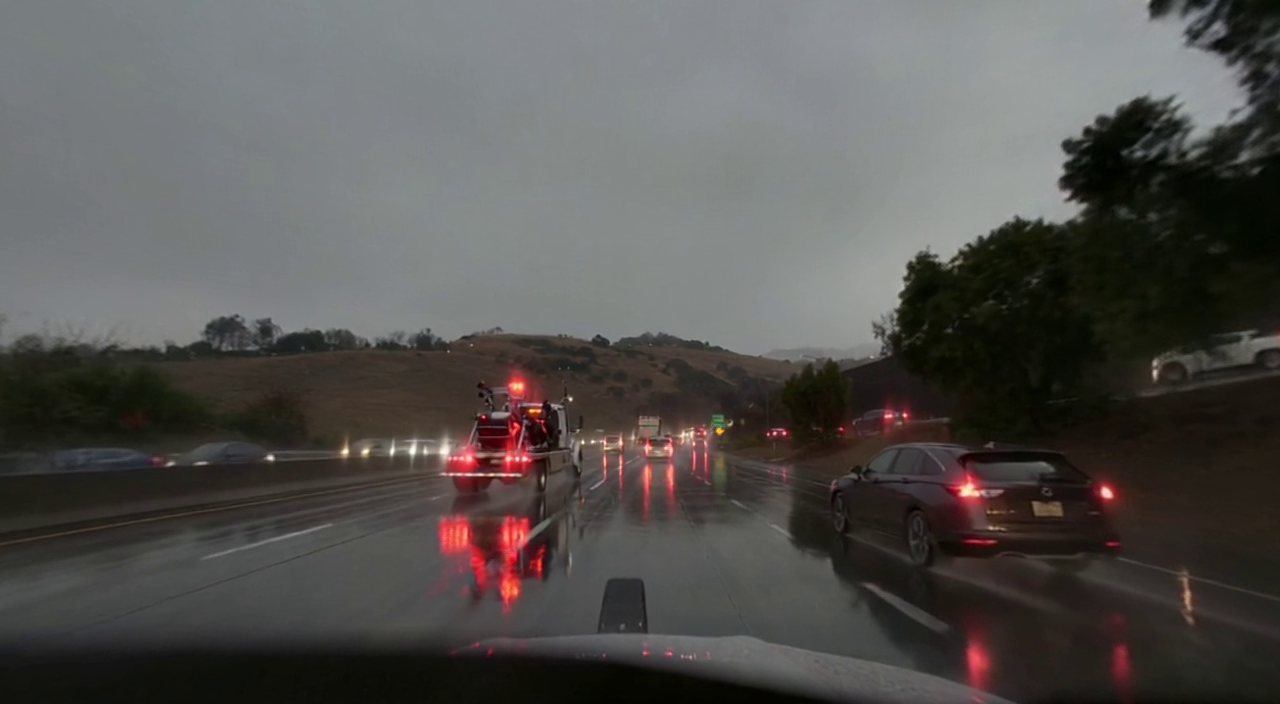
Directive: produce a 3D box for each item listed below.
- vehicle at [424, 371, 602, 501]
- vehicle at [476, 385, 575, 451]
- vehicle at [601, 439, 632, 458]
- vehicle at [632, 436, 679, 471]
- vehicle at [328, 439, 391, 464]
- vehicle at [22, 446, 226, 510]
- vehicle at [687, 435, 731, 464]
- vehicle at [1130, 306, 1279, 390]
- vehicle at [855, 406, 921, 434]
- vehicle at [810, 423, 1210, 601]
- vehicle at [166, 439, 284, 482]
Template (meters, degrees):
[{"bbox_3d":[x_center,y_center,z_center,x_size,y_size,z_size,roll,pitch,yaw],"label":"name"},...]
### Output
[{"bbox_3d":[-3.178,2.645,19.497,3.162,2.955,10.282,0,-8,1],"label":"vehicle"},{"bbox_3d":[-3.156,2.021,18.403,1.893,1.674,4.766,0,-8,1],"label":"vehicle"},{"bbox_3d":[-1.795,7.442,48.727,2.016,1.450,4.310,-1,-8,3],"label":"vehicle"},{"bbox_3d":[0.700,4.756,29.790,2.079,1.499,3.915,0,-8,1],"label":"vehicle"},{"bbox_3d":[-18.959,6.729,42.810,2.043,1.619,4.442,-1,-8,3],"label":"vehicle"},{"bbox_3d":[-12.845,3.103,16.076,1.877,1.403,3.836,0,-8,1],"label":"vehicle"},{"bbox_3d":[4.149,5.938,38.609,2.075,1.614,4.682,0,-8,-1],"label":"vehicle"},{"bbox_3d":[16.014,0.019,16.943,1.979,1.616,4.268,0,-9,-5],"label":"vehicle"},{"bbox_3d":[14.441,4.014,36.982,1.930,1.454,4.126,0,-8,-4],"label":"vehicle"},{"bbox_3d":[3.717,1.660,7.513,2.040,1.481,4.260,0,-8,-2],"label":"vehicle"},{"bbox_3d":[-16.524,4.314,25.403,1.865,1.580,4.072,0,-8,2],"label":"vehicle"}]
